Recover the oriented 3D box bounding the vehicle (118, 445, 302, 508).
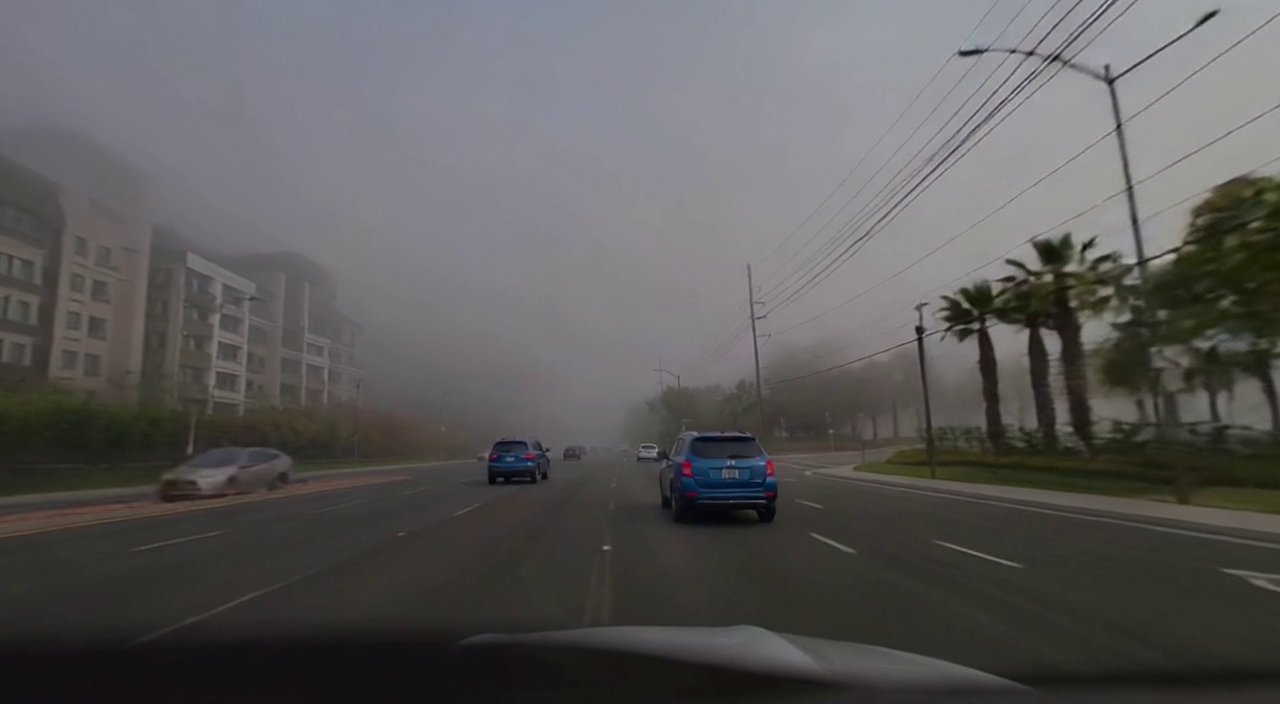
[{"bbox_3d":[-12.377,3.582,18.675,1.996,1.569,5.041,0,-9,-2],"label":"vehicle"}]

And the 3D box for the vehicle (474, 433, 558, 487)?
[{"bbox_3d":[-4.497,4.026,23.761,2.169,1.796,4.821,0,-9,0],"label":"vehicle"}]

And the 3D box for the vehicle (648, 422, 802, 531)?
[{"bbox_3d":[1.388,2.306,12.201,2.198,1.706,4.166,0,-9,-3],"label":"vehicle"}]
